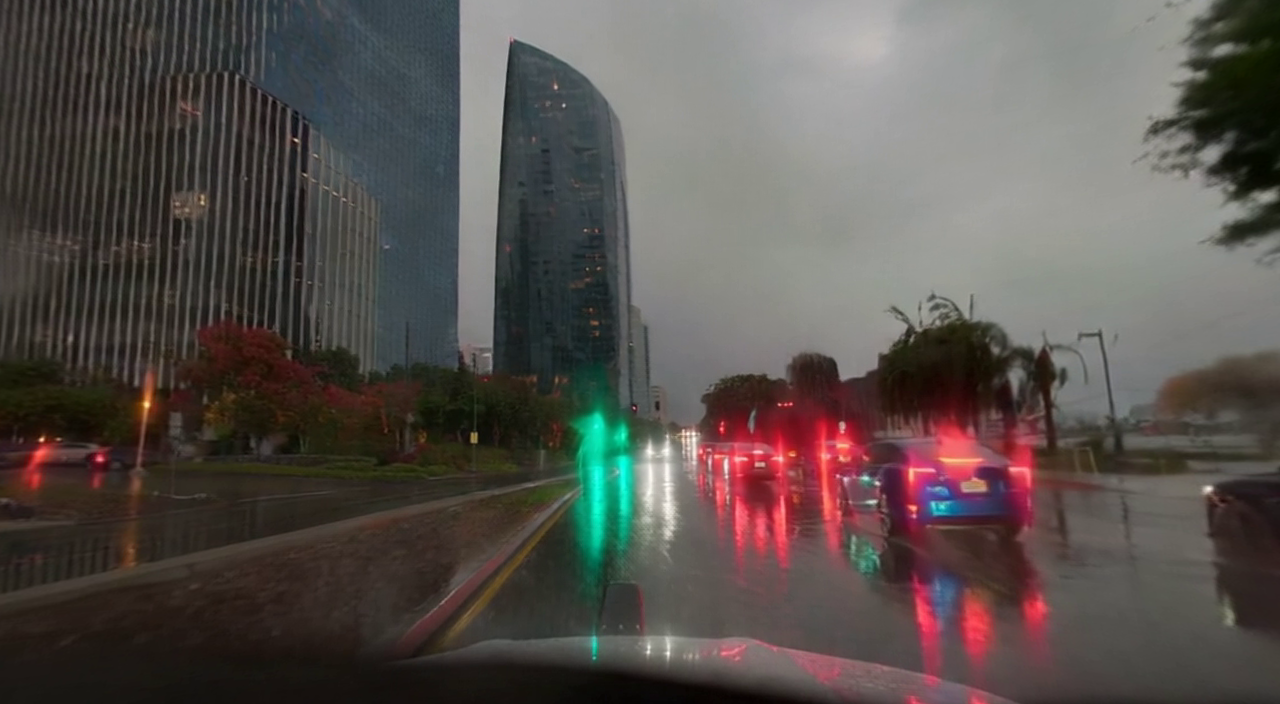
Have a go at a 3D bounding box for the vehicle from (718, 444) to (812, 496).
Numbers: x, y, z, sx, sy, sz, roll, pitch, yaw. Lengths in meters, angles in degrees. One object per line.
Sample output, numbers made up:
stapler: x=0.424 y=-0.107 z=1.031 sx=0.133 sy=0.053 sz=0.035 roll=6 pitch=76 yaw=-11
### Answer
vehicle: x=4.043 y=3.878 z=21.162 sx=2.183 sy=1.553 sz=3.923 roll=0 pitch=-8 yaw=-3

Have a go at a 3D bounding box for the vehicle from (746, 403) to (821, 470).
vehicle: x=8.999 y=5.622 z=41.375 sx=3.128 sy=3.616 sz=13.736 roll=-1 pitch=-8 yaw=6

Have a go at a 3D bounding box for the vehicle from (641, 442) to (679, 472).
vehicle: x=1.268 y=6.395 z=38.526 sx=2.121 sy=1.728 sz=4.161 roll=-1 pitch=-8 yaw=4

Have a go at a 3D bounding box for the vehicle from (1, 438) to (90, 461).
vehicle: x=-45.618 y=7.452 z=48.351 sx=4.600 sy=1.700 sz=1.957 roll=1 pitch=-8 yaw=-5

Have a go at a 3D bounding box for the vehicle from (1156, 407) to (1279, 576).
vehicle: x=7.777 y=1.289 z=5.451 sx=2.138 sy=1.738 sz=5.088 roll=0 pitch=-8 yaw=-3

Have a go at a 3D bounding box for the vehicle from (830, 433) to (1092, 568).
vehicle: x=4.634 y=2.167 z=10.182 sx=2.089 sy=1.609 sz=4.922 roll=-1 pitch=-8 yaw=6
